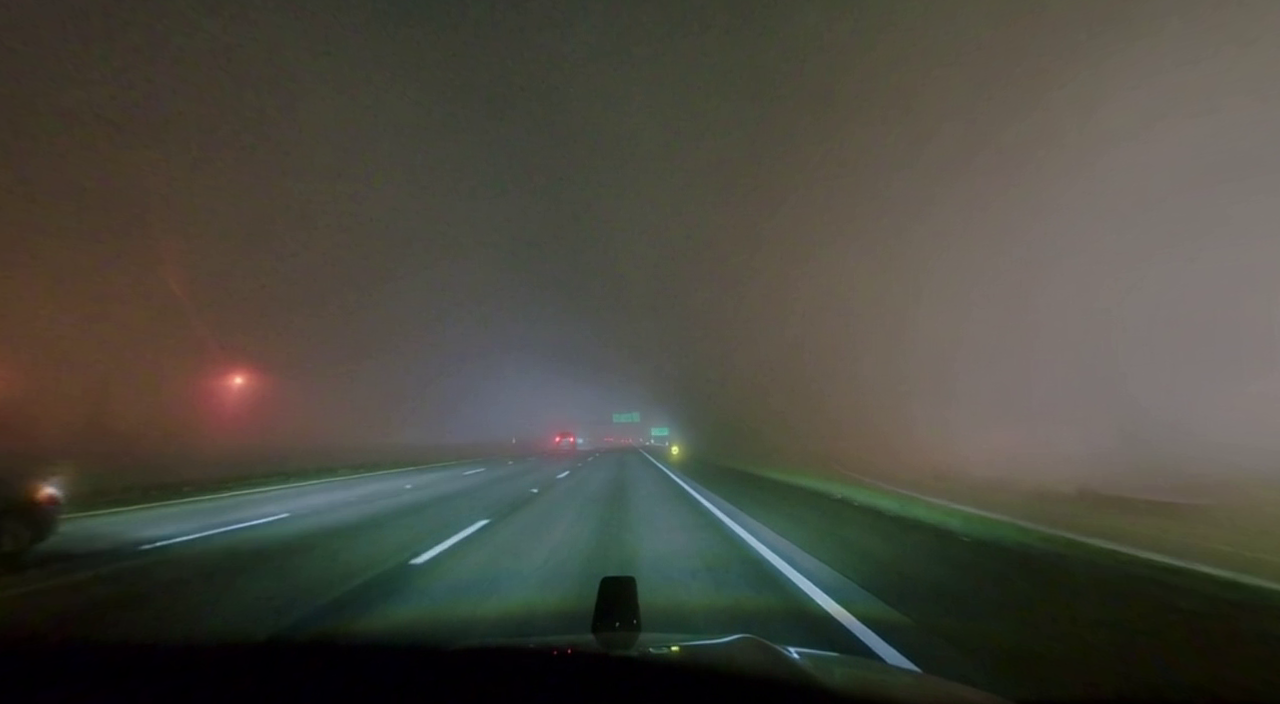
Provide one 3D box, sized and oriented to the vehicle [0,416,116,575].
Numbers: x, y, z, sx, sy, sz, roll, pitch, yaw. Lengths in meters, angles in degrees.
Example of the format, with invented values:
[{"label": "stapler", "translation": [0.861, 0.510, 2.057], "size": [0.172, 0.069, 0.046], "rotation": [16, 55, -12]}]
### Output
[{"label": "vehicle", "translation": [-7.527, 1.357, 5.606], "size": [1.985, 1.614, 4.293], "rotation": [0, -8, 0]}]
